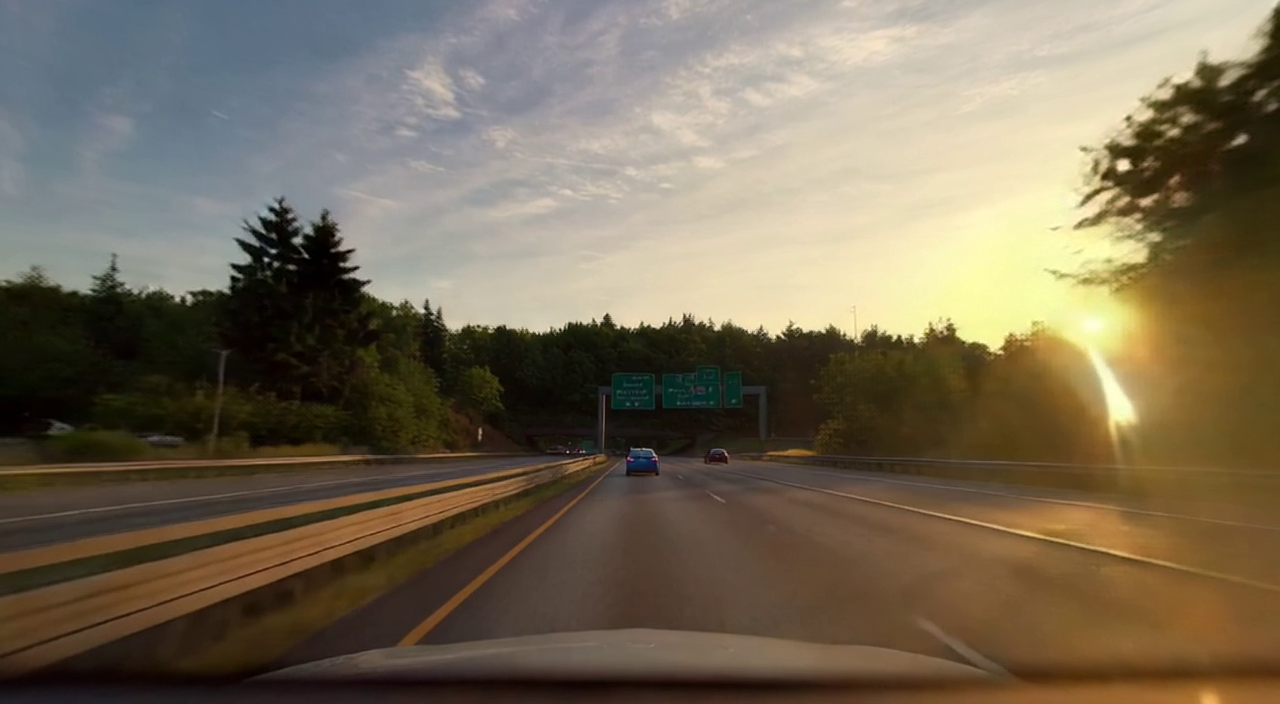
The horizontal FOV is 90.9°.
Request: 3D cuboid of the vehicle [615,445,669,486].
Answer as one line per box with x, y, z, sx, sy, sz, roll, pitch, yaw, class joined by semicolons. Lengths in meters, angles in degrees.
0.035;4.662;26.235;2.069;1.523;4.012;0;-9;-1;vehicle
